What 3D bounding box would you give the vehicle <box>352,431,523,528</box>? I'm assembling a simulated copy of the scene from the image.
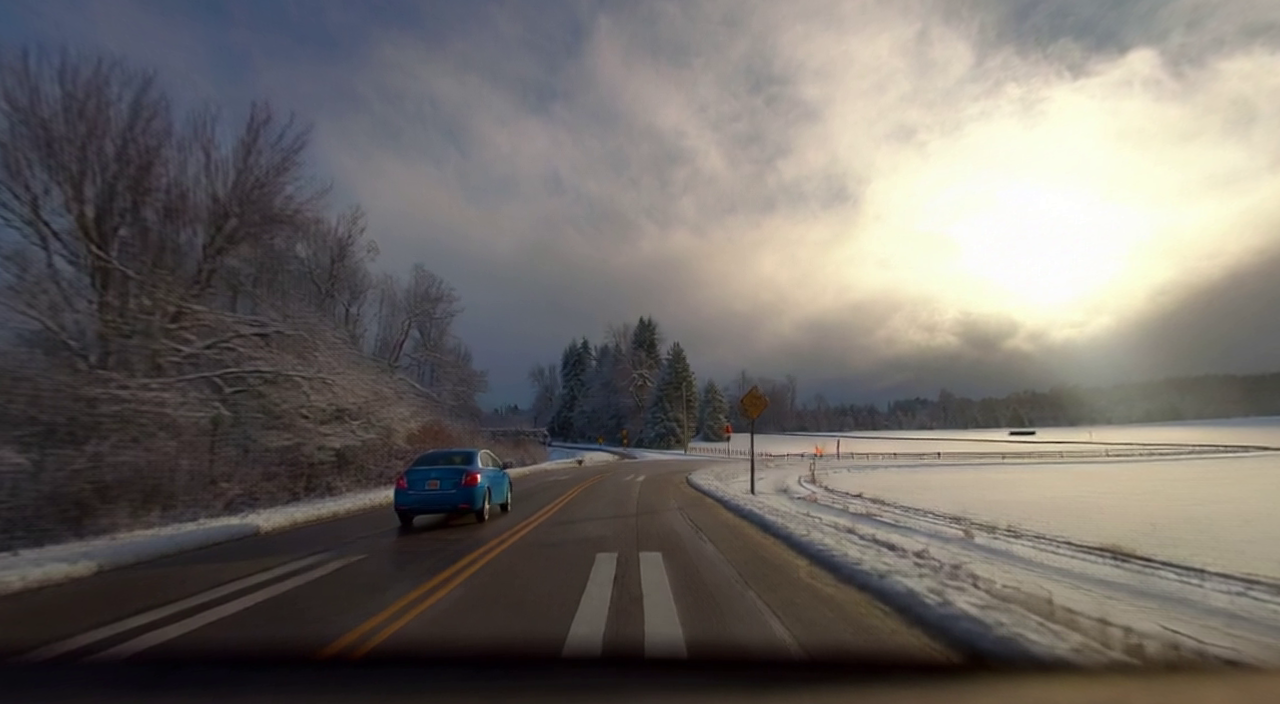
[{"bbox_3d":[-3.786,2.465,12.647,2.078,1.607,3.959,0,-9,1],"label":"vehicle"}]
